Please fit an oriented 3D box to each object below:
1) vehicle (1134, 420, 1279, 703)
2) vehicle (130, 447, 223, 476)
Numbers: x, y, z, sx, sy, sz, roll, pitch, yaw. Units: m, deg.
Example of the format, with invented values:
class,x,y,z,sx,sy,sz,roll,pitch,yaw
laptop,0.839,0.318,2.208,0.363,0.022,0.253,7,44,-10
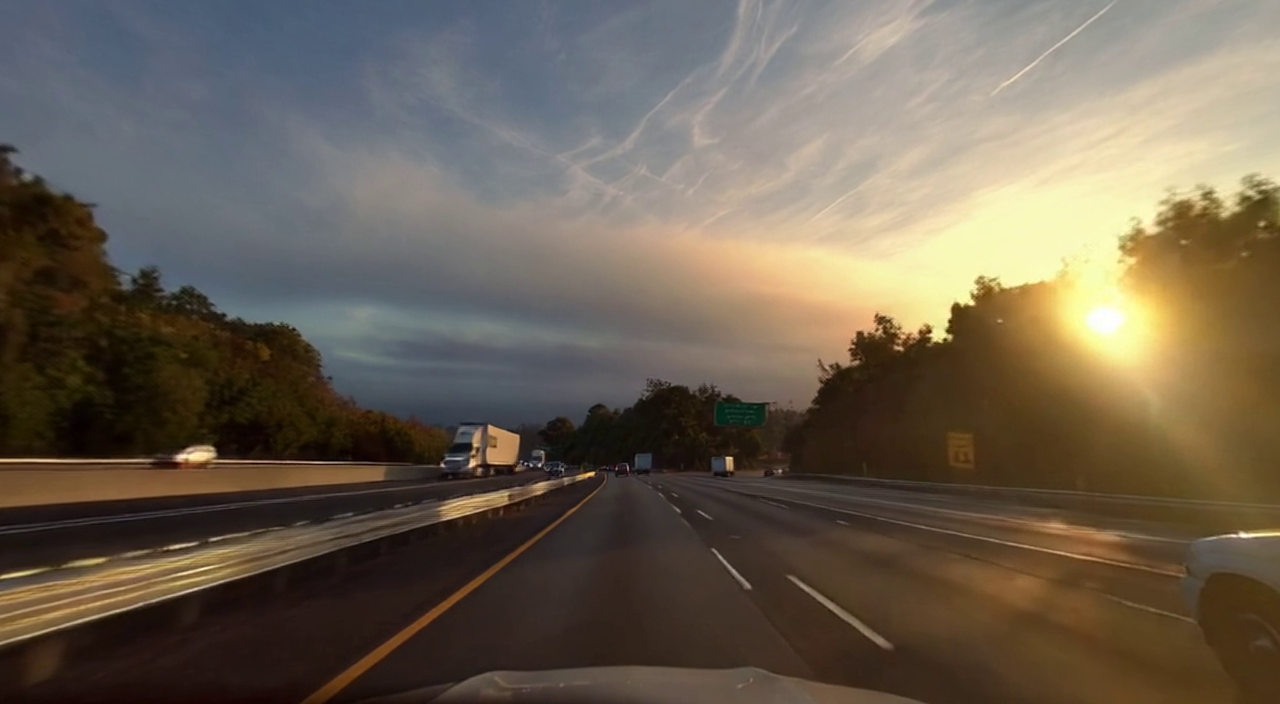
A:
class,x,y,z,sx,sy,sz,roll,pitch,yaw
vehicle,4.021,0.824,1.458,1.965,1.502,4.599,1,-10,0
vehicle,-26.891,6.386,36.679,1.873,1.540,4.546,0,-10,1
